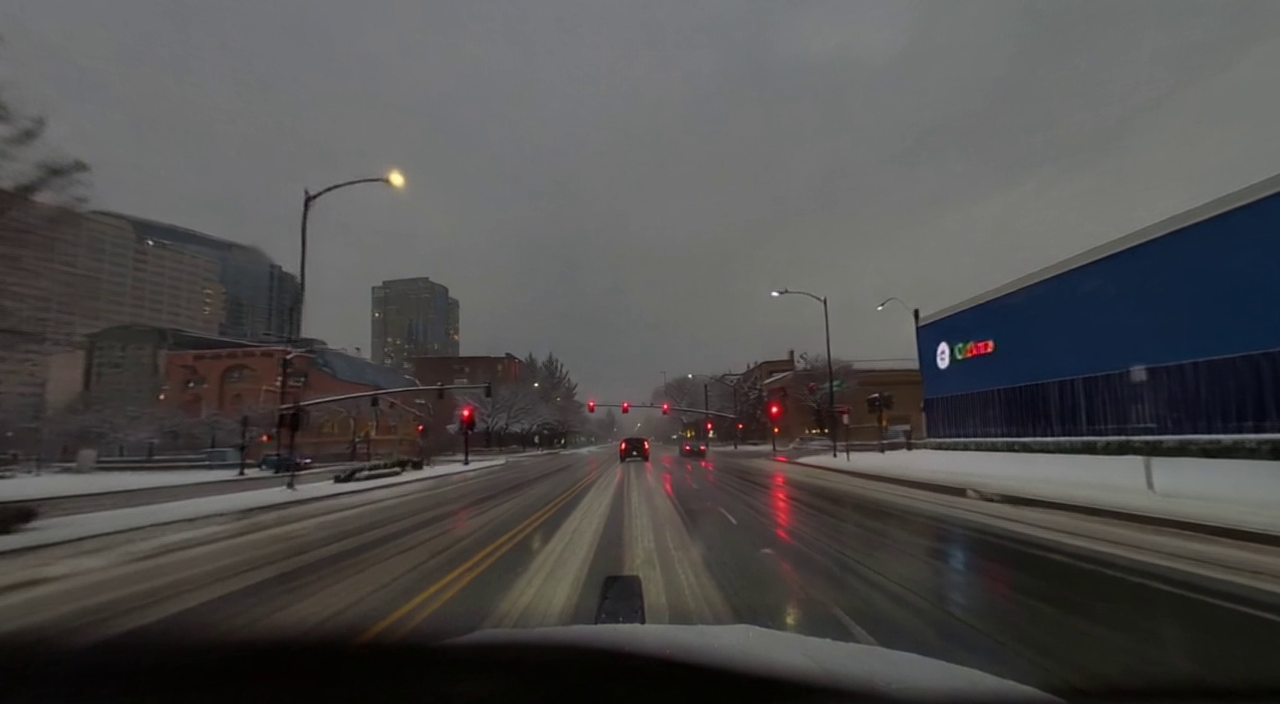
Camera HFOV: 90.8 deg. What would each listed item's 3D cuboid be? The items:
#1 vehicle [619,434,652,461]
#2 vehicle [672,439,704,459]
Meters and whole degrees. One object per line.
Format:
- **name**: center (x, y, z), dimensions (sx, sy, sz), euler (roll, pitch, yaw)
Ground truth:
- **vehicle**: center (-0.296, 6.898, 45.731), dimensions (2.313, 1.860, 4.319), euler (0, -8, 0)
- **vehicle**: center (3.636, 7.472, 48.606), dimensions (2.080, 1.472, 4.401), euler (0, -8, 0)
